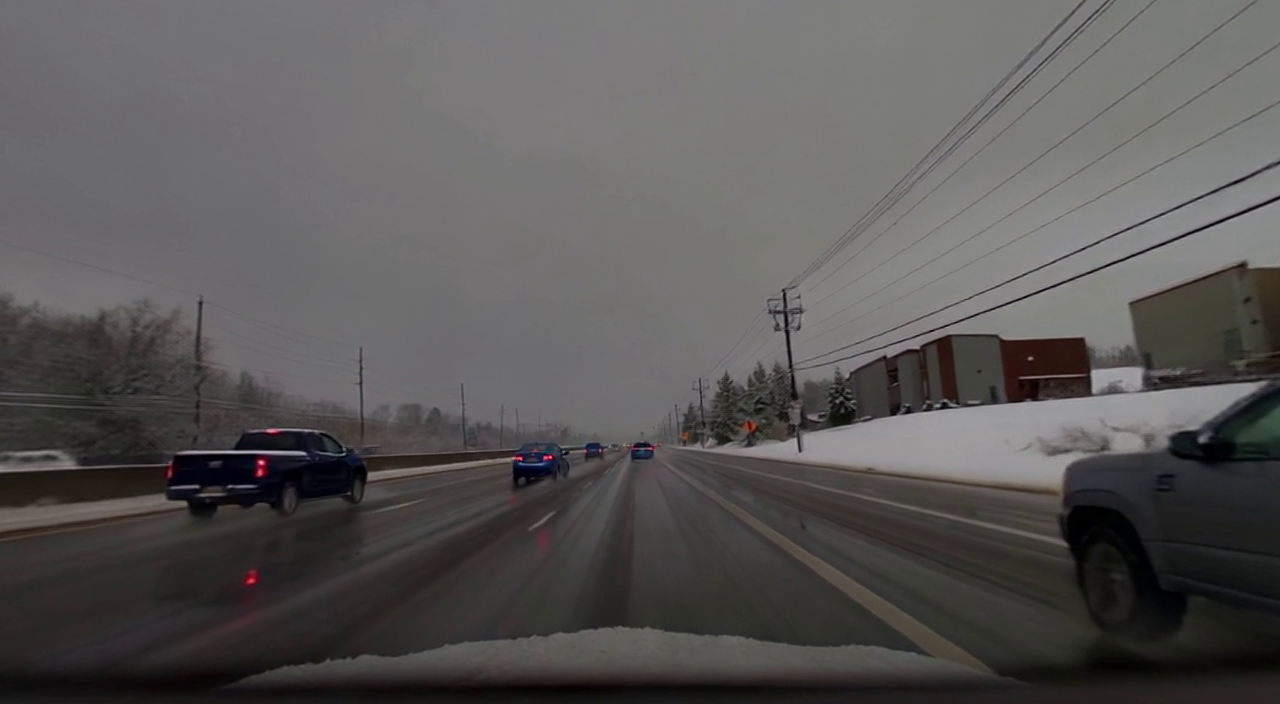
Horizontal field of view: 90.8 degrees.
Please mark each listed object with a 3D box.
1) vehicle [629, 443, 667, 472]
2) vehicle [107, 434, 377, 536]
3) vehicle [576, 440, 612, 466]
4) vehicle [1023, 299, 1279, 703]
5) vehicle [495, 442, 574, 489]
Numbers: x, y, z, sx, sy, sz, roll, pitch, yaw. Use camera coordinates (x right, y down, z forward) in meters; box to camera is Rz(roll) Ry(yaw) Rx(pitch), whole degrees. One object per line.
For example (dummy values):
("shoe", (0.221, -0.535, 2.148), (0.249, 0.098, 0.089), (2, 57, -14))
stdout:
("vehicle", (0.455, 5.895, 35.542), (2.030, 1.471, 4.115), (0, -8, 1))
("vehicle", (-6.893, 2.325, 11.775), (1.959, 1.496, 4.740), (0, -8, 0))
("vehicle", (-3.219, 7.170, 45.160), (2.244, 1.752, 4.439), (0, -8, 1))
("vehicle", (4.017, 0.610, 2.071), (2.231, 1.919, 5.086), (0, -8, -1))
("vehicle", (-3.499, 3.836, 21.686), (1.938, 1.444, 4.206), (0, -8, 1))
